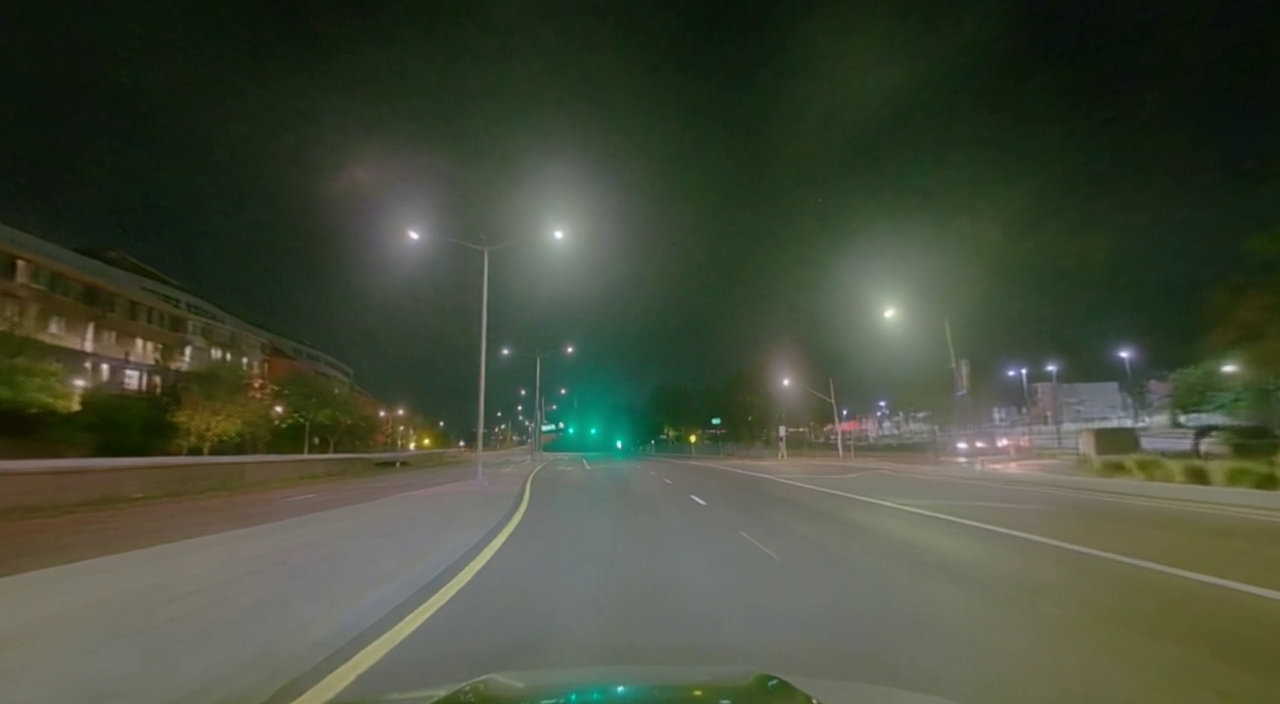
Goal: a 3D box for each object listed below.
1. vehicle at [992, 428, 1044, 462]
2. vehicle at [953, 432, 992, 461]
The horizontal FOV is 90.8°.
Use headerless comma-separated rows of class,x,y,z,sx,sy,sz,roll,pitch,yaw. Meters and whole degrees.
vehicle,23.829,5.877,40.017,2.177,1.983,5.217,-3,-9,25
vehicle,21.870,6.223,41.655,1.969,1.732,4.610,-3,-9,24
